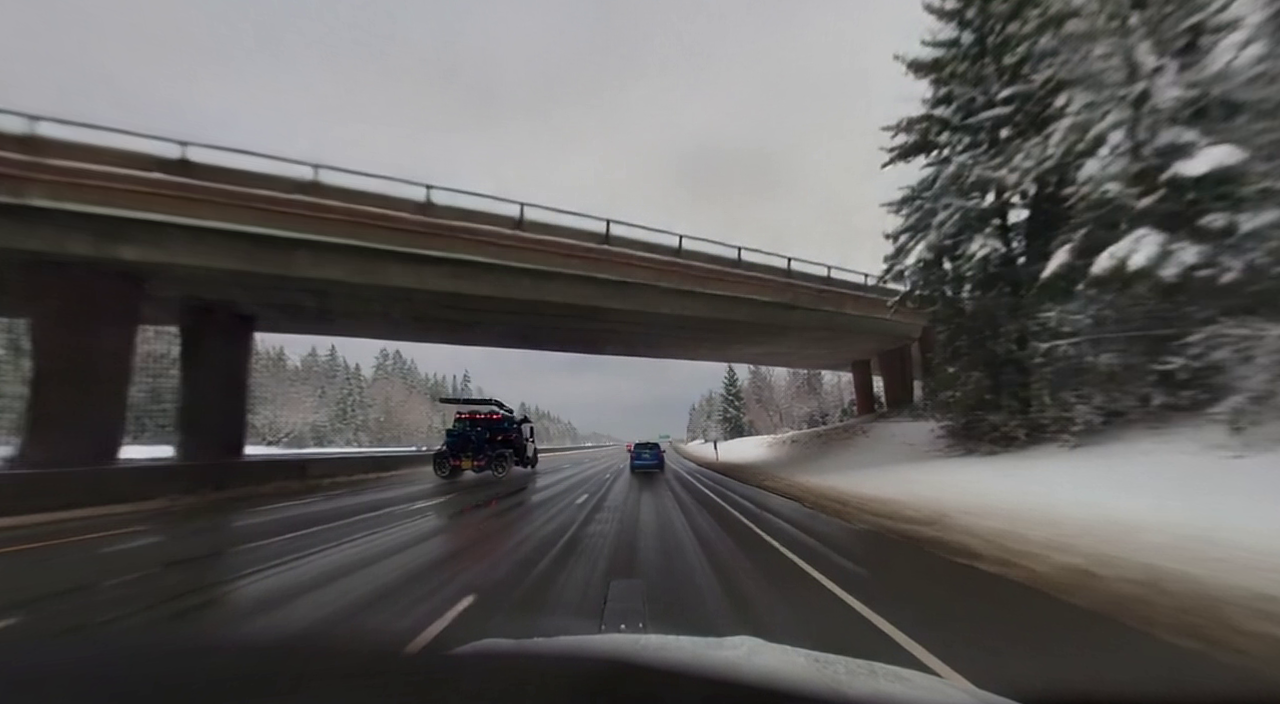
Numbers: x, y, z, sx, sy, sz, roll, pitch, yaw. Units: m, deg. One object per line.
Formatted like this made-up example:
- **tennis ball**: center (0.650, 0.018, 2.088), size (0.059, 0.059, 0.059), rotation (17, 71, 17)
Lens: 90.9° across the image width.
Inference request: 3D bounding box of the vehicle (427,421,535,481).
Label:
- **vehicle**: center (-6.573, 4.245, 27.312), size (2.827, 2.236, 7.057), rotation (0, -8, 0)

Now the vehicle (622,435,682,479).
- **vehicle**: center (0.487, 4.392, 26.663), size (2.336, 1.722, 4.212), rotation (0, -8, 0)
